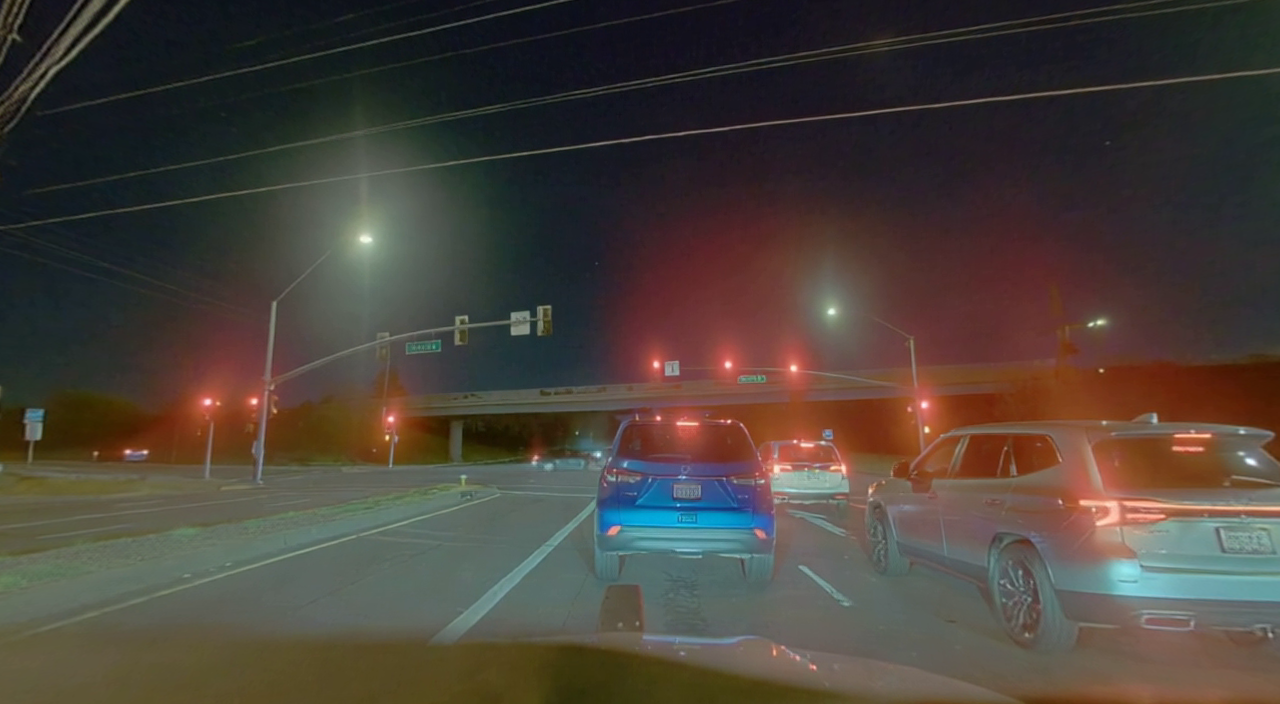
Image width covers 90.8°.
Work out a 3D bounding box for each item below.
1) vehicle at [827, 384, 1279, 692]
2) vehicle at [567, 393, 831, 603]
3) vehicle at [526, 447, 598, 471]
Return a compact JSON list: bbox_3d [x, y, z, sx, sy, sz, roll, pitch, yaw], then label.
[{"bbox_3d":[3.405,1.341,5.786,1.990,1.649,4.625,0,-8,0],"label":"vehicle"},{"bbox_3d":[0.448,1.561,7.624,2.240,1.778,4.335,0,-8,-1],"label":"vehicle"},{"bbox_3d":[-4.992,6.777,40.191,4.411,1.466,1.998,2,-9,-11],"label":"vehicle"}]
